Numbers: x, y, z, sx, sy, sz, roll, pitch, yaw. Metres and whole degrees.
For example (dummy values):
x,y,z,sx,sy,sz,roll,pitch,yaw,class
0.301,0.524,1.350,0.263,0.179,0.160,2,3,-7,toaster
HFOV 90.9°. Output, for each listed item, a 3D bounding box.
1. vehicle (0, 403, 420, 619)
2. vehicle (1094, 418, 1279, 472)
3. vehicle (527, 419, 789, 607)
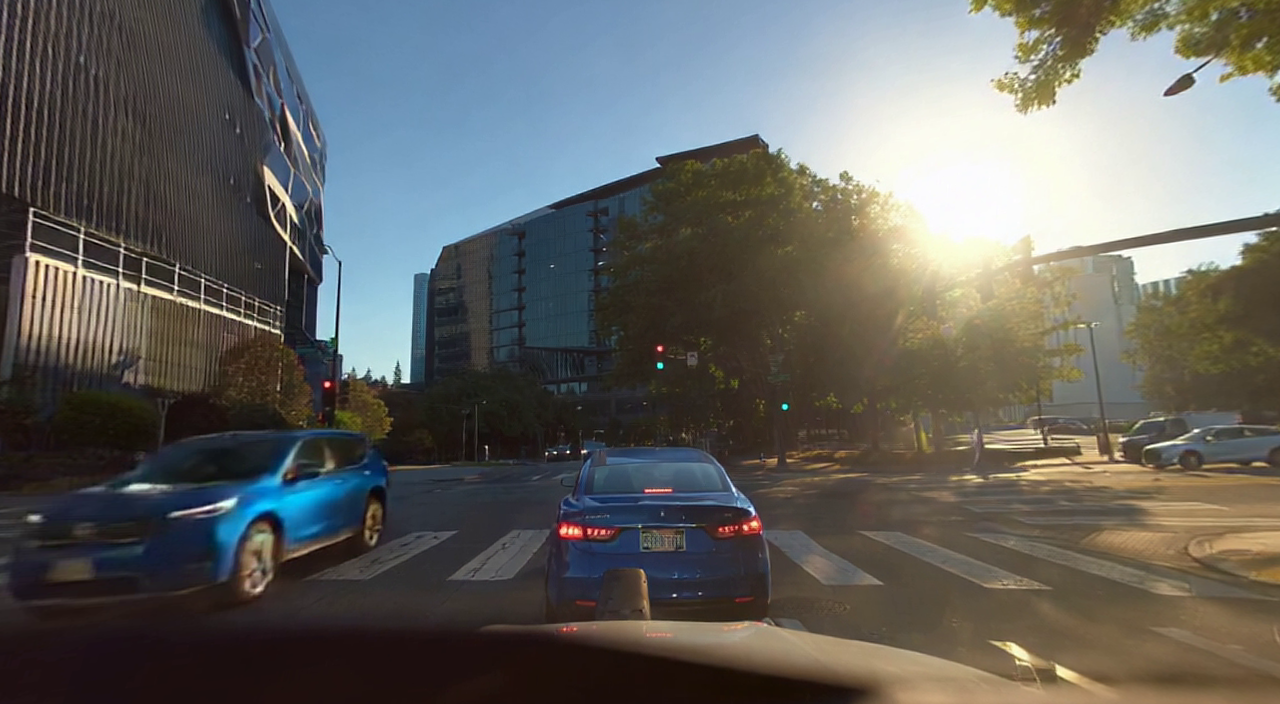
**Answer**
x,y,z,sx,sy,sz,roll,pitch,yaw,class
-4.470,1.642,7.539,2.006,1.756,4.599,0,-8,0,vehicle
19.111,3.272,22.227,4.675,1.772,1.945,0,-8,0,vehicle
-0.145,1.654,7.486,1.893,1.532,4.145,2,-9,-16,vehicle
